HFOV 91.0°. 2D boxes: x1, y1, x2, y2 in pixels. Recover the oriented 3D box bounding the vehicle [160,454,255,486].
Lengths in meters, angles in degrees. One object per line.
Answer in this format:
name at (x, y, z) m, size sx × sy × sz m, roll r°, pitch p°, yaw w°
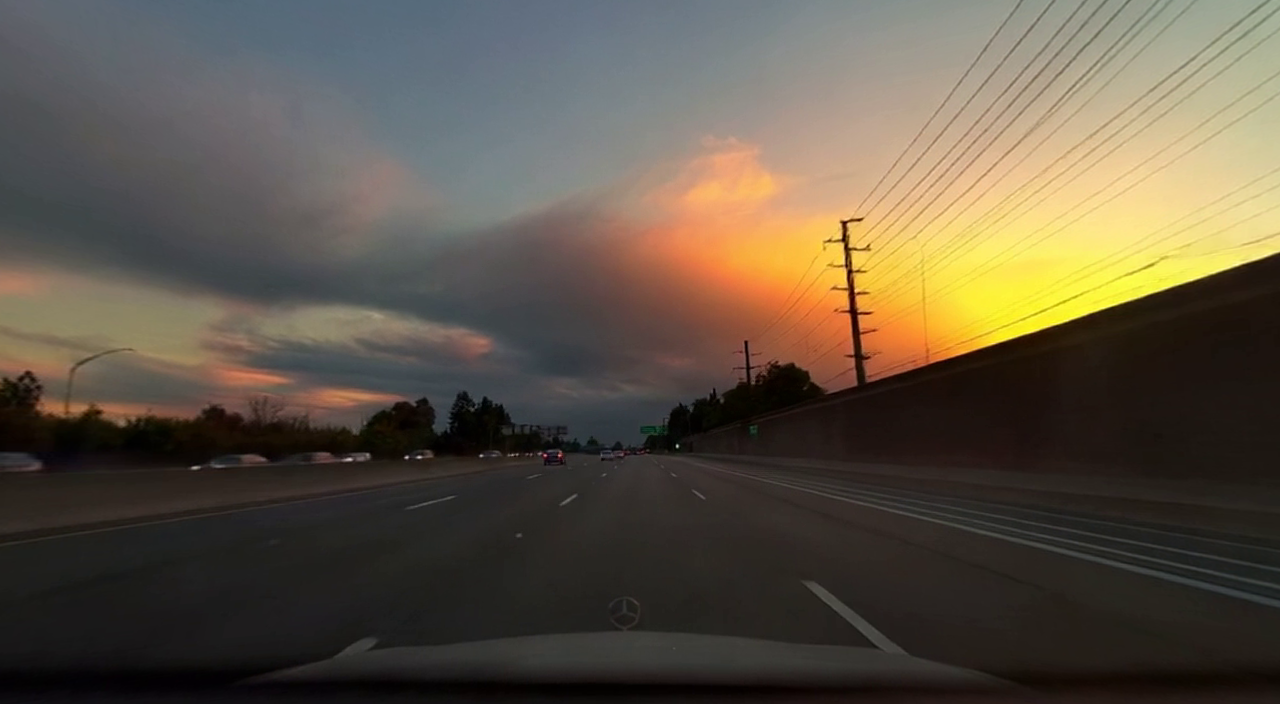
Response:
vehicle at (-23.334, 6.359, 34.208) m, size 1.895 × 1.520 × 4.696 m, roll 0°, pitch -9°, yaw -1°
